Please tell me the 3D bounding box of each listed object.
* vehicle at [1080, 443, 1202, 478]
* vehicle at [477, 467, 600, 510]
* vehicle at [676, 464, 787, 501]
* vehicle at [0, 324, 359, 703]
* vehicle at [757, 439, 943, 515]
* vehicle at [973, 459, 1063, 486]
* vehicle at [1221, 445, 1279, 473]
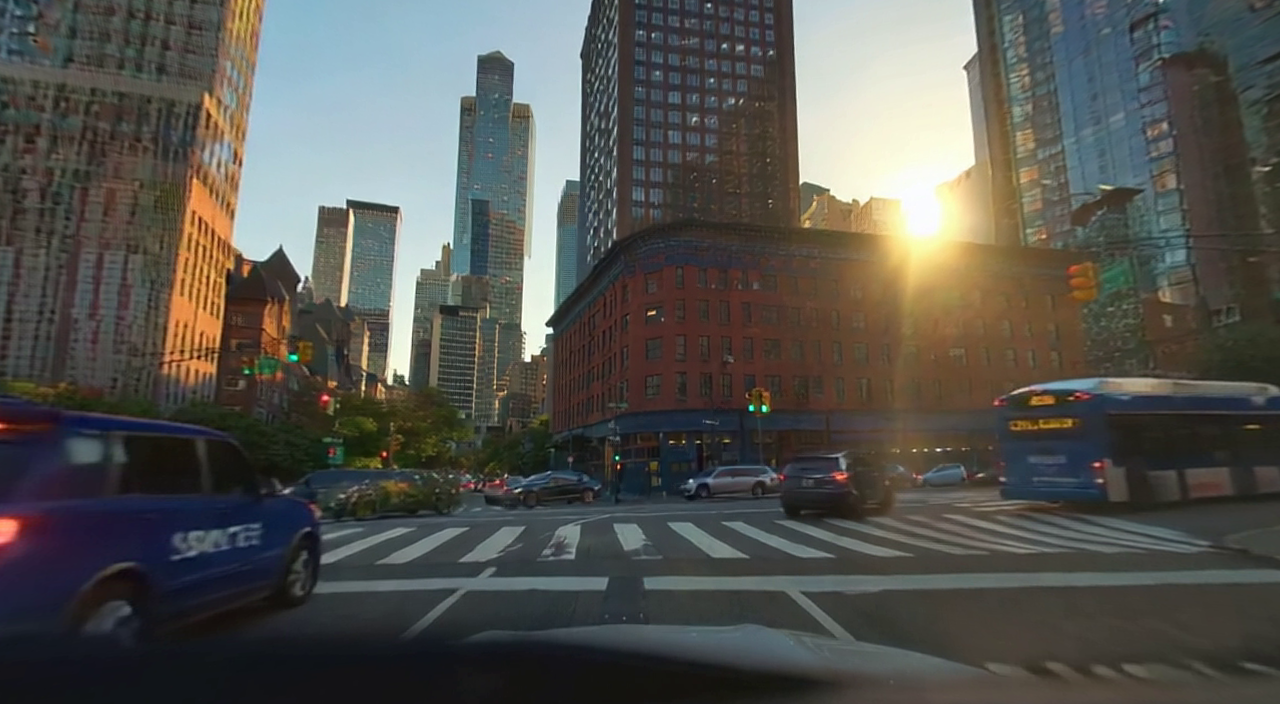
[{"bbox_3d":[24.527,5.297,30.984,4.291,1.606,1.859,0,-9,0],"label":"vehicle"},{"bbox_3d":[-4.171,5.636,26.380,4.766,1.502,1.891,6,-11,-37],"label":"vehicle"},{"bbox_3d":[3.931,5.647,27.476,4.371,1.439,1.818,1,-9,-11],"label":"vehicle"},{"bbox_3d":[-3.526,0.877,2.839,2.316,1.769,4.871,0,-9,-1],"label":"vehicle"},{"bbox_3d":[5.811,3.275,17.197,5.072,1.746,2.328,6,-11,-38],"label":"vehicle"},{"bbox_3d":[23.639,7.556,39.512,4.418,1.556,1.814,0,-9,0],"label":"vehicle"},{"bbox_3d":[39.742,6.687,39.582,4.502,1.696,1.884,0,-9,1],"label":"vehicle"}]
